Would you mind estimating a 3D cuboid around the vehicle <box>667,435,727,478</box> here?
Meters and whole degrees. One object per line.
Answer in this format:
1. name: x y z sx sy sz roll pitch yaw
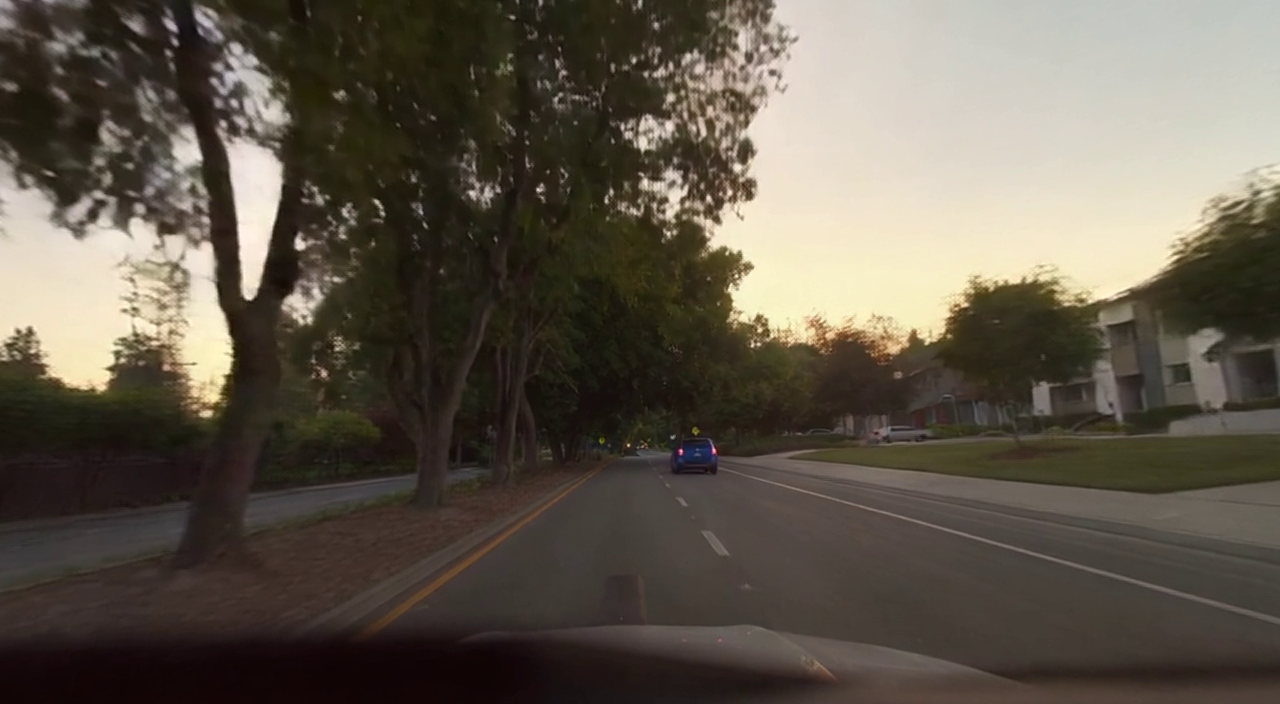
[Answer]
1. vehicle: 2.452 4.653 28.339 2.164 1.725 4.285 0 -9 -1
